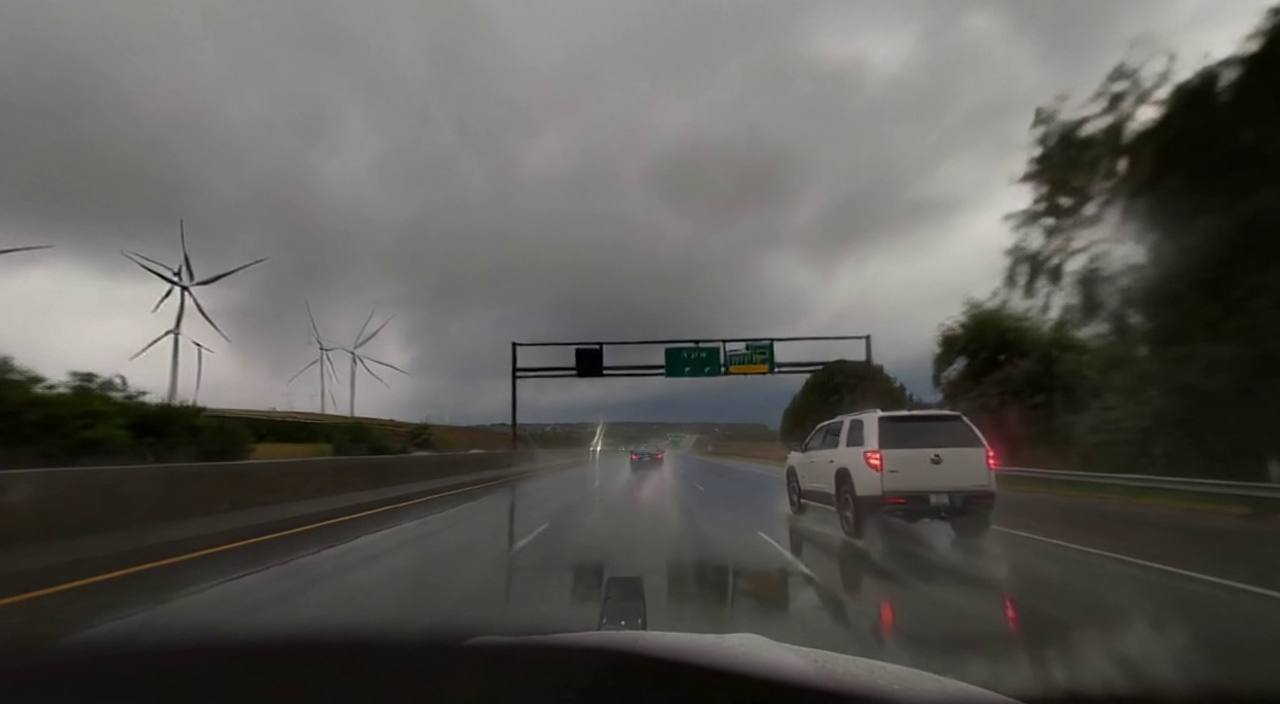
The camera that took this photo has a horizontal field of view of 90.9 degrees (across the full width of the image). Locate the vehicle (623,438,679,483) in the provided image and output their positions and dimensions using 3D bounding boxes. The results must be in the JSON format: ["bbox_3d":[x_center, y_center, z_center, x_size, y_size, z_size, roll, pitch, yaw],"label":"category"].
[{"bbox_3d":[0.387,4.363,25.471,2.083,1.653,3.787,0,-9,0],"label":"vehicle"}]

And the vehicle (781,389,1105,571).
[{"bbox_3d":[3.689,1.695,9.051,2.104,1.861,4.956,0,-9,-1],"label":"vehicle"}]
